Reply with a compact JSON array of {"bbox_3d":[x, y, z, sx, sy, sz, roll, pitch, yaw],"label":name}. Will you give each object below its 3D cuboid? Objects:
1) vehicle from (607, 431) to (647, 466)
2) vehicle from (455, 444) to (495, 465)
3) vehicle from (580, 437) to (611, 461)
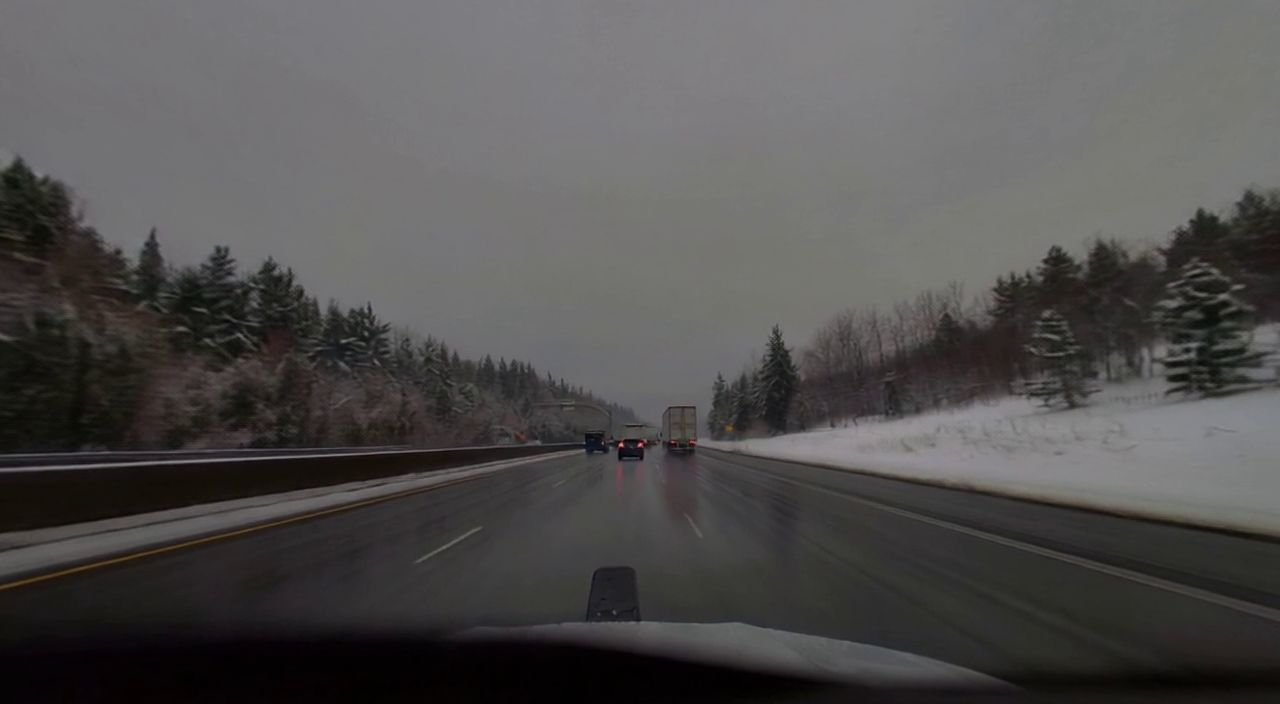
[{"bbox_3d":[-0.736,5.702,37.312,2.211,1.933,4.315,0,-8,0],"label":"vehicle"},{"bbox_3d":[-12.442,7.756,47.729,1.880,1.515,4.210,-1,-8,1],"label":"vehicle"},{"bbox_3d":[-3.457,7.551,49.162,2.047,1.757,4.183,-1,-8,1],"label":"vehicle"}]
